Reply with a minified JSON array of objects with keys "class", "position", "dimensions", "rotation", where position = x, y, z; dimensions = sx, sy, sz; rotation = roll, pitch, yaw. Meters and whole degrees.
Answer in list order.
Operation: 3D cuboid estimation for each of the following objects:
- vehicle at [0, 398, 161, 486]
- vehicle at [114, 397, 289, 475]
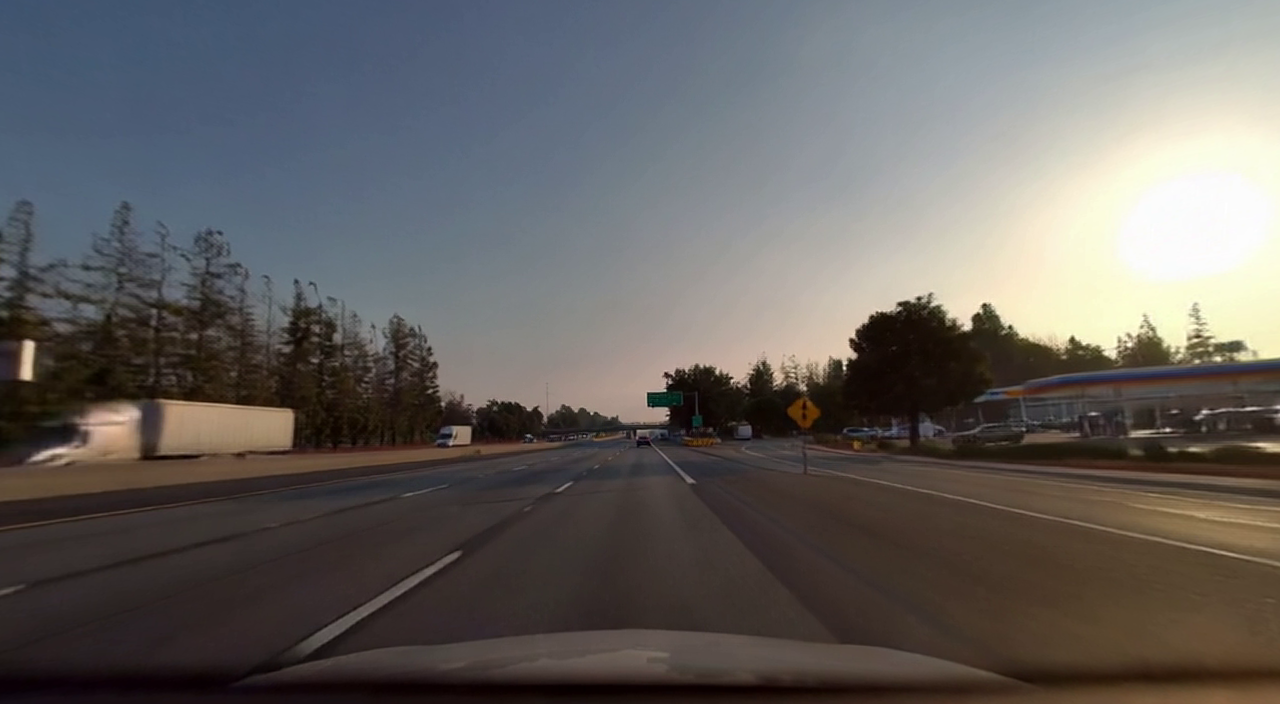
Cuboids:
[{"class":"vehicle","position":[-28.325,4.531,31.800],"dimensions":[3.372,3.925,6.100],"rotation":[0,-8,-1]},{"class":"vehicle","position":[-28.452,5.685,42.151],"dimensions":[3.134,4.422,12.041],"rotation":[0,-8,-1]}]
